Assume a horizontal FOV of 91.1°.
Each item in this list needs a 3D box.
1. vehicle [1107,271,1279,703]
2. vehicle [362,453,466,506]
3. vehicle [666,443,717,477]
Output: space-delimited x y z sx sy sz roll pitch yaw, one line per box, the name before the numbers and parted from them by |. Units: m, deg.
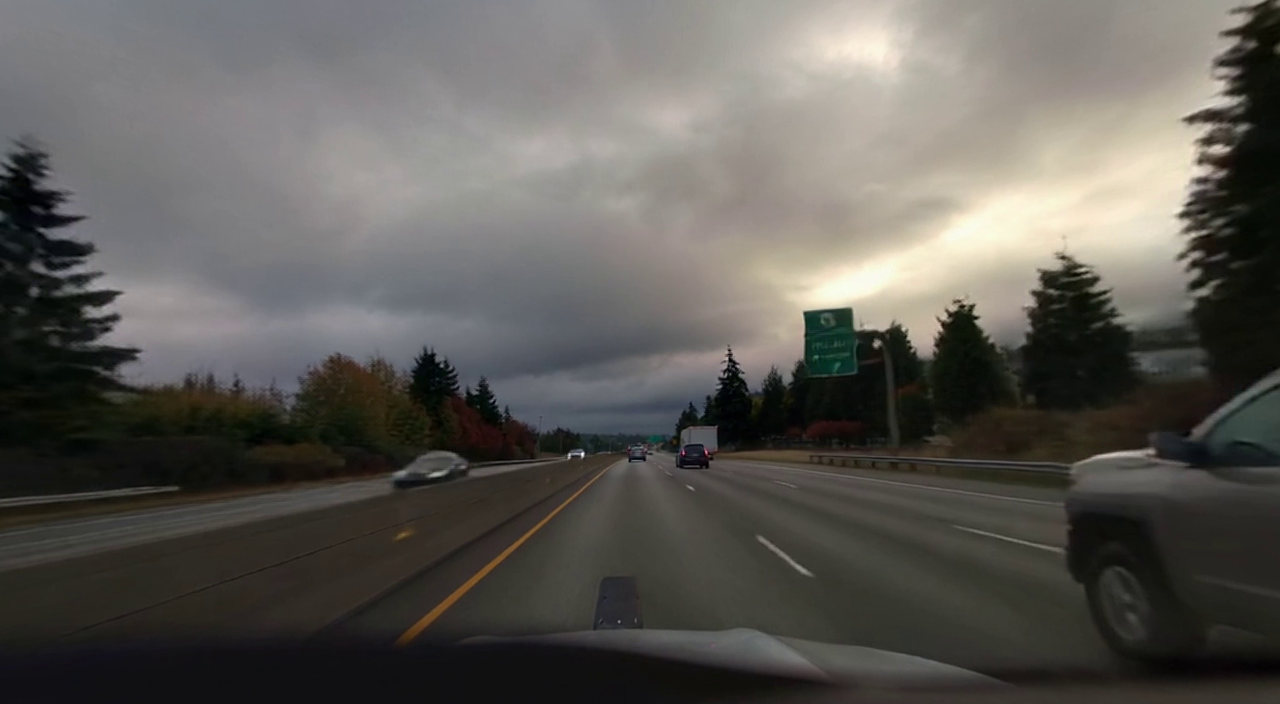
vehicle | 3.735 0.433 1.208 1.981 1.984 4.623 0 -9 -1
vehicle | -7.158 4.041 20.387 1.941 1.469 4.011 0 -9 -1
vehicle | 2.613 5.653 33.227 2.123 1.620 4.959 0 -9 -1
